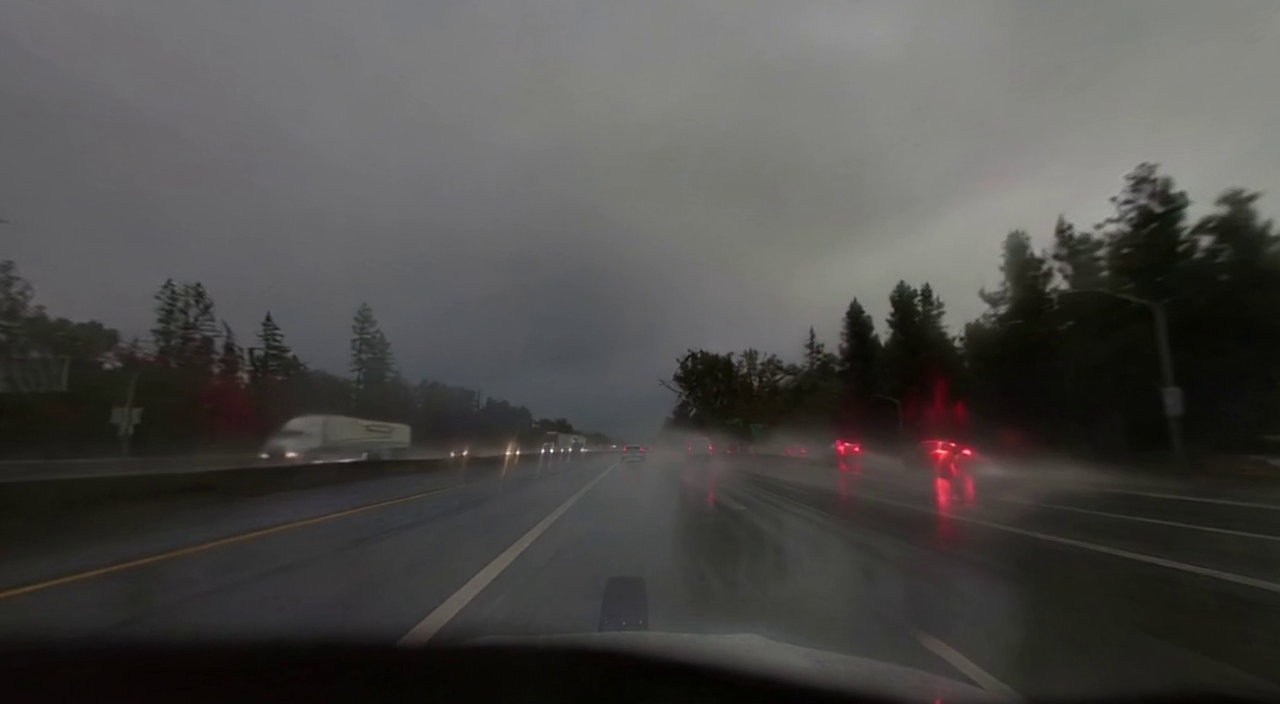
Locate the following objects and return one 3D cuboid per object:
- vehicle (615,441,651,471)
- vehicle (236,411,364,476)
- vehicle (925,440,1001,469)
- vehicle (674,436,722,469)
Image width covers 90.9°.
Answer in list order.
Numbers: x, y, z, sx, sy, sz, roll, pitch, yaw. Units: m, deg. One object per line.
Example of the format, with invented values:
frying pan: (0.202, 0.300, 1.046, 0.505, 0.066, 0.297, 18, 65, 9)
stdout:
vehicle: (-0.384, 6.393, 39.070, 2.105, 1.711, 4.293, 0, -9, 0)
vehicle: (-18.900, 5.230, 35.867, 2.928, 3.257, 7.814, 0, -9, -1)
vehicle: (17.210, 5.473, 33.900, 1.872, 1.459, 4.502, -1, -8, 3)
vehicle: (3.755, 6.664, 41.913, 2.505, 2.020, 5.532, 0, -9, -1)
